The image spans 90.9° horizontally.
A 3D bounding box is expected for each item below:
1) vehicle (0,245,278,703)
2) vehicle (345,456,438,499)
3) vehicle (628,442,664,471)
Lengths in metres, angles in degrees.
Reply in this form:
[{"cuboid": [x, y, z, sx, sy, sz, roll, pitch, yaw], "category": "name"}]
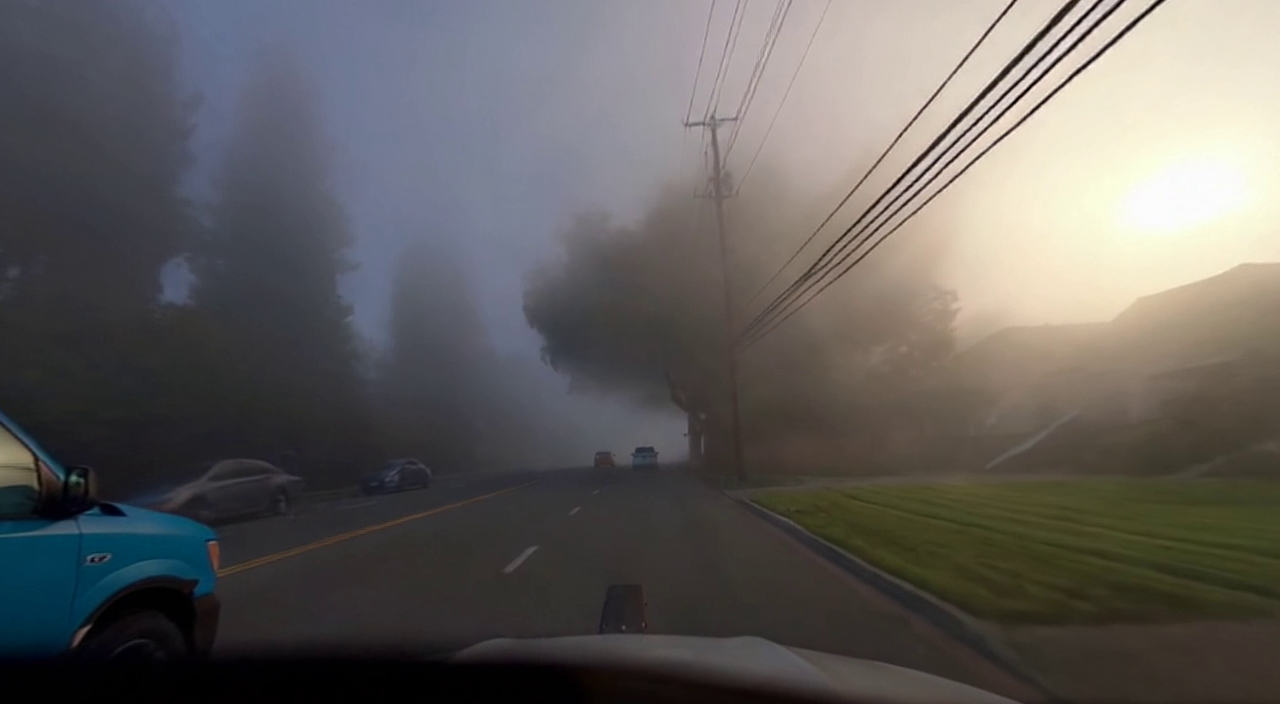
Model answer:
[{"cuboid": [-3.541, 0.499, 1.024, 2.336, 2.152, 5.866, 0, -9, 1], "category": "vehicle"}, {"cuboid": [-9.991, 5.065, 25.761, 2.005, 1.471, 4.330, -3, -9, 1], "category": "vehicle"}, {"cuboid": [0.393, 6.544, 39.603, 2.120, 1.718, 3.909, 0, -9, 1], "category": "vehicle"}]
